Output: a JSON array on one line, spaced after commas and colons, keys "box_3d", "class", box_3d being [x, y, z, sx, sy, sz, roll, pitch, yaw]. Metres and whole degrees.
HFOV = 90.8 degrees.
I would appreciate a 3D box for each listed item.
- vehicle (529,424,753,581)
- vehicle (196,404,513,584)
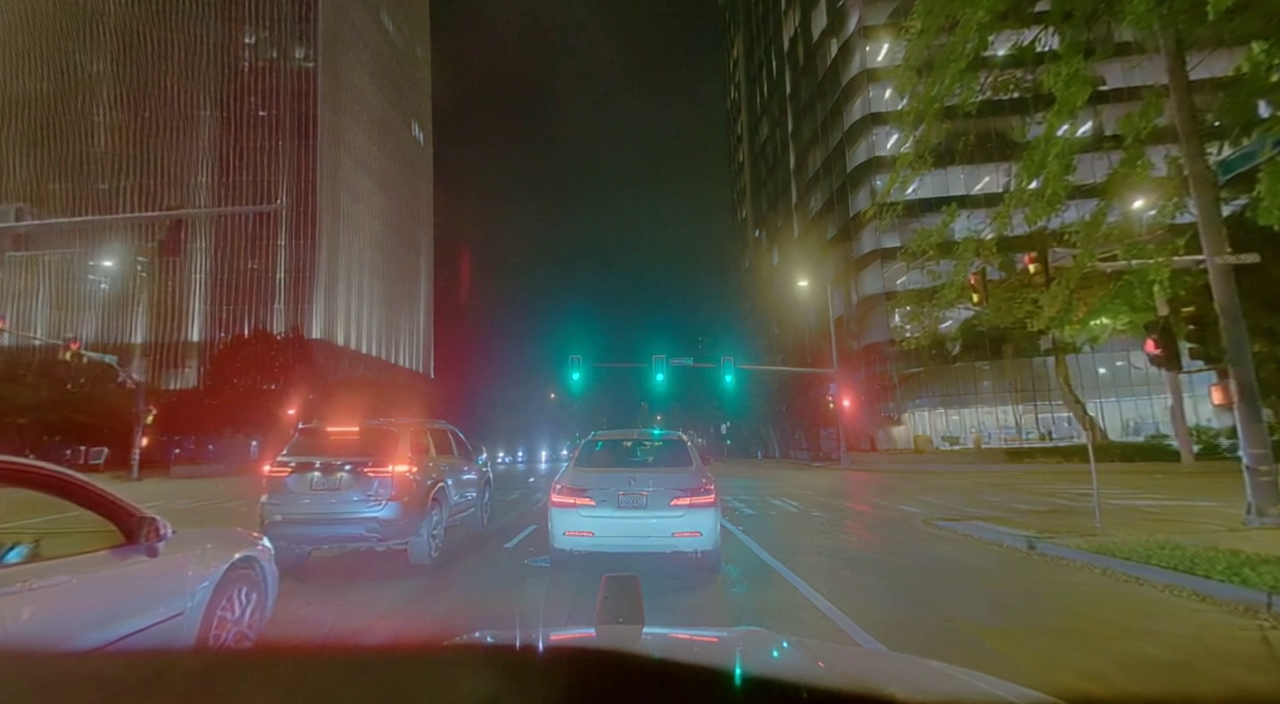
[{"box_3d": [0.014, 1.761, 8.178, 2.190, 1.522, 3.850, 0, -8, 0], "class": "vehicle"}, {"box_3d": [-3.192, 1.694, 8.356, 2.081, 1.719, 4.434, 0, -8, 0], "class": "vehicle"}]
